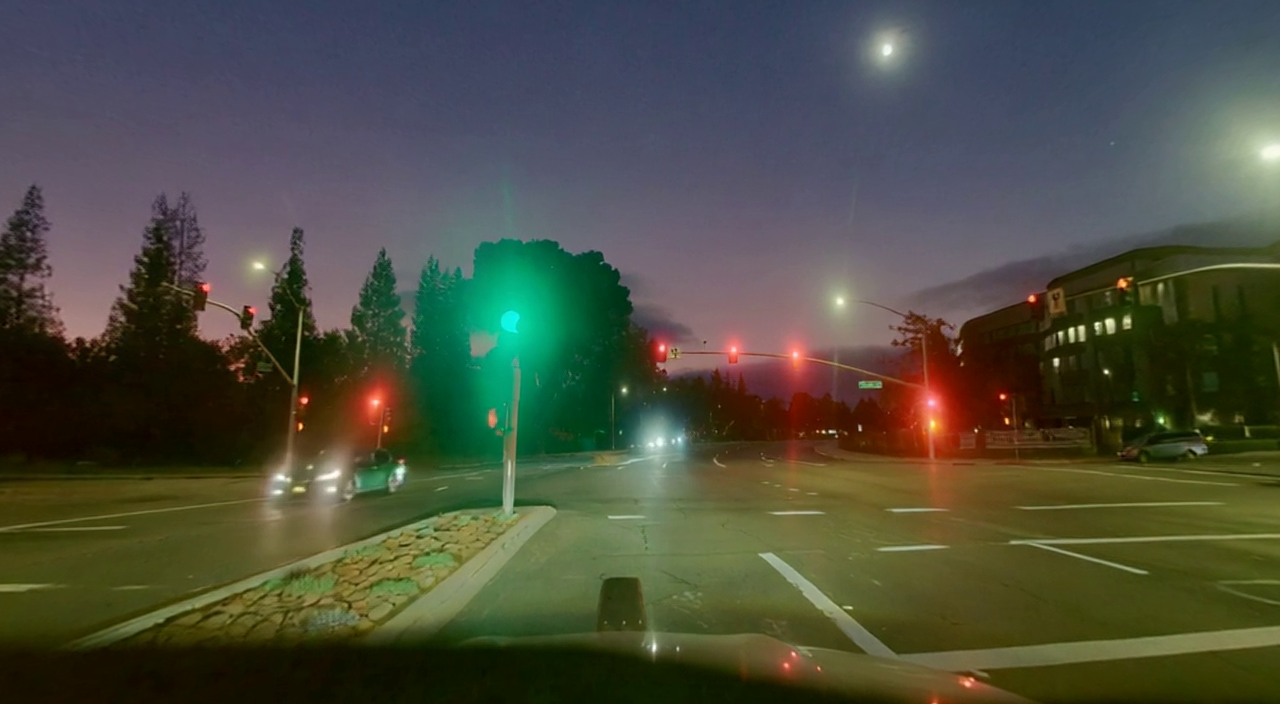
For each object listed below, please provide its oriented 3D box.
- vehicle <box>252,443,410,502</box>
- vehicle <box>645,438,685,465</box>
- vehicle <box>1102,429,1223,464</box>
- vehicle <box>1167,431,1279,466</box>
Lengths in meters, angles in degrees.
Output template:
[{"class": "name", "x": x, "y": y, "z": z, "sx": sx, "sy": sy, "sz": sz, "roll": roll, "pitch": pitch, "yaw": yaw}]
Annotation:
[{"class": "vehicle", "x": -8.796, "y": 3.444, "z": 18.545, "sx": 2.002, "sy": 1.483, "sz": 4.696, "roll": -1, "pitch": -8, "yaw": 5}, {"class": "vehicle", "x": 1.759, "y": 6.771, "z": 43.247, "sx": 2.197, "sy": 1.739, "sz": 4.177, "roll": -2, "pitch": -8, "yaw": 10}, {"class": "vehicle", "x": 25.918, "y": 4.679, "z": 31.353, "sx": 4.441, "sy": 1.674, "sz": 2.035, "roll": 1, "pitch": -8, "yaw": -8}, {"class": "vehicle", "x": 26.293, "y": 4.242, "z": 27.876, "sx": 4.644, "sy": 1.470, "sz": 1.922, "roll": 1, "pitch": -8, "yaw": -10}]
